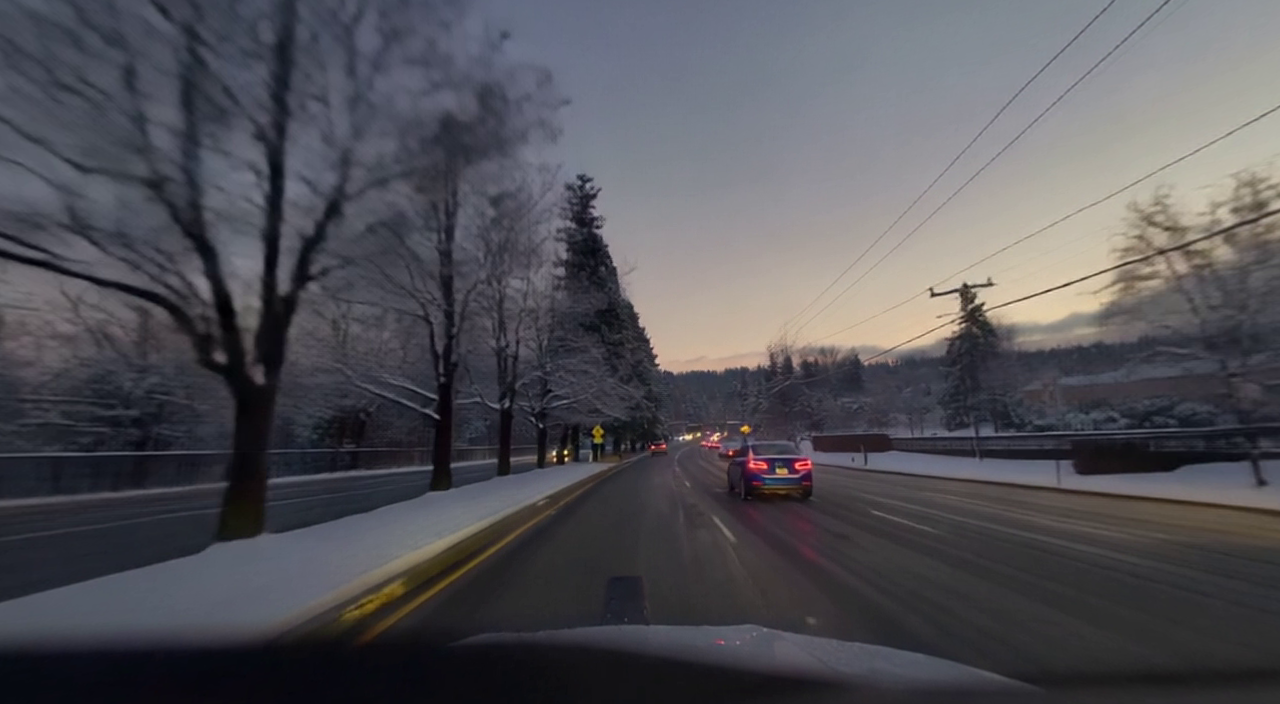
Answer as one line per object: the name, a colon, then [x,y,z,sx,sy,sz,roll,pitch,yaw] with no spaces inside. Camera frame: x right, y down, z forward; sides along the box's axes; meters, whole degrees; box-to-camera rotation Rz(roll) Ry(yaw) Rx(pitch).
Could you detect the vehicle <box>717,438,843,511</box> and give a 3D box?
vehicle: [3.164,2.861,15.232,2.063,1.481,4.247,0,-8,0]
